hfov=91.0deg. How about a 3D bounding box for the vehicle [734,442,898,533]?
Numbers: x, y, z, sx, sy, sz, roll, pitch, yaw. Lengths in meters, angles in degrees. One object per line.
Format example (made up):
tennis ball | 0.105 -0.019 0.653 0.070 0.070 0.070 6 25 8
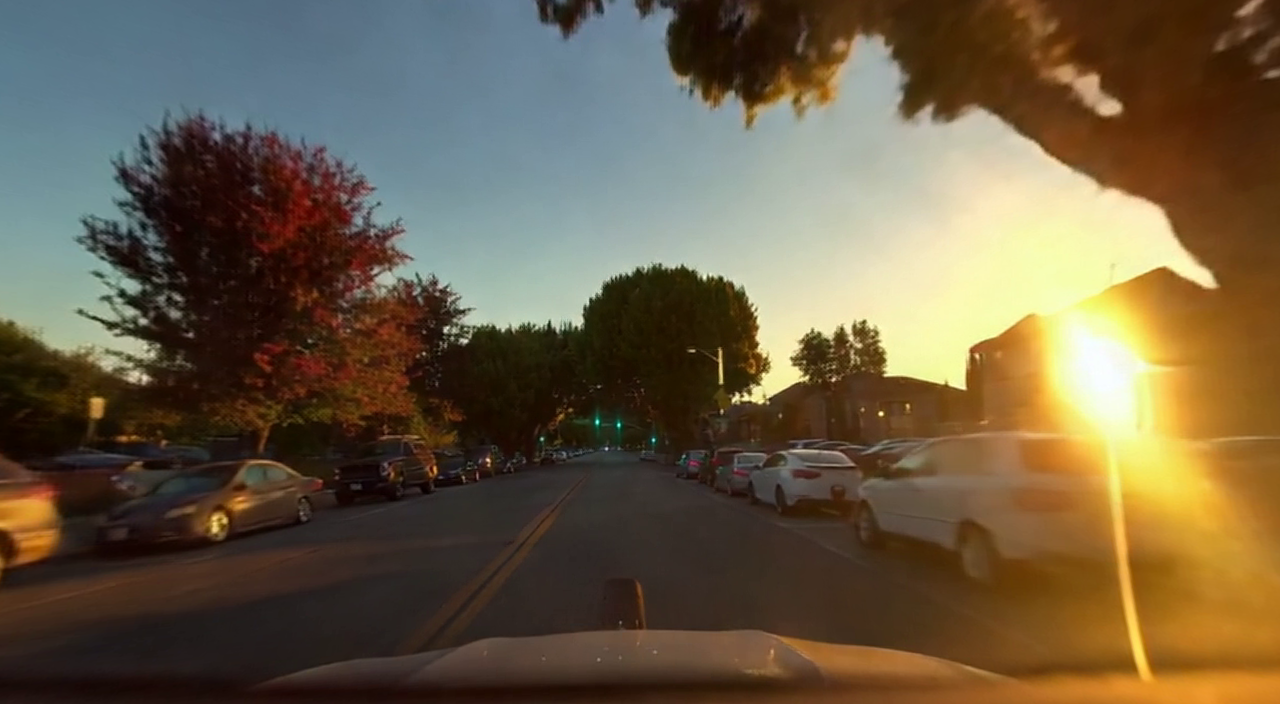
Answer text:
vehicle | 3.397 2.709 13.235 2.009 1.547 4.574 0 -9 -2

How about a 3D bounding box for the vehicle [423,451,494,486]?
vehicle | -8.405 5.416 29.617 2.057 1.486 4.759 0 -9 -2

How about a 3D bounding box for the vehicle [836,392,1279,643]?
vehicle | 4.090 1.556 6.980 2.071 1.781 4.737 0 -9 -3

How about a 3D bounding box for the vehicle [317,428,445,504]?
vehicle | -8.260 3.683 20.752 2.146 2.167 5.339 0 -9 -3

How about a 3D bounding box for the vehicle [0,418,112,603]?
vehicle | -7.448 1.415 5.083 2.072 1.840 5.197 -2 -10 -4

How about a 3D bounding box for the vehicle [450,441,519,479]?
vehicle | -8.768 6.178 36.261 2.613 1.959 5.843 0 -9 -1

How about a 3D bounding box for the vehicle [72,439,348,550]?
vehicle | -7.730 2.571 12.143 2.055 1.663 4.889 0 -9 -3
